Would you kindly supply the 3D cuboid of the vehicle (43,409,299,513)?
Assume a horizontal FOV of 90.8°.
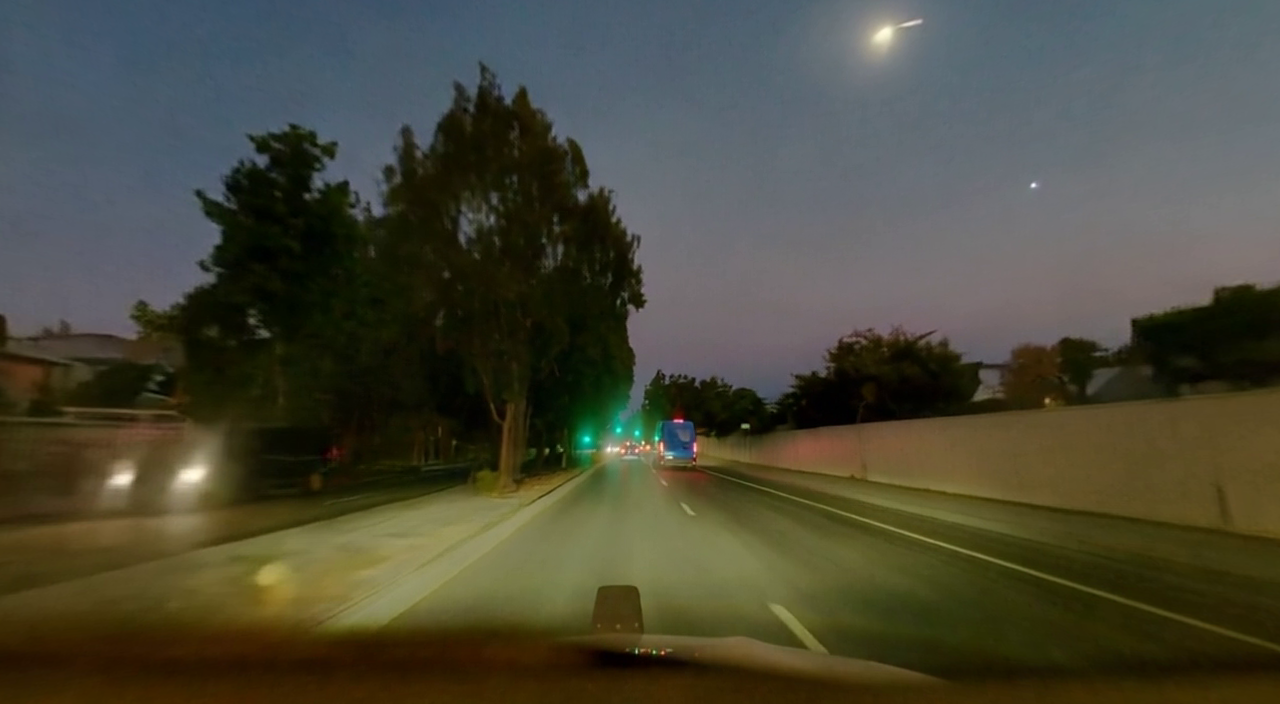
[{"bbox_3d":[-12.275,2.907,17.369,2.418,2.348,5.867,0,-8,1],"label":"vehicle"}]
